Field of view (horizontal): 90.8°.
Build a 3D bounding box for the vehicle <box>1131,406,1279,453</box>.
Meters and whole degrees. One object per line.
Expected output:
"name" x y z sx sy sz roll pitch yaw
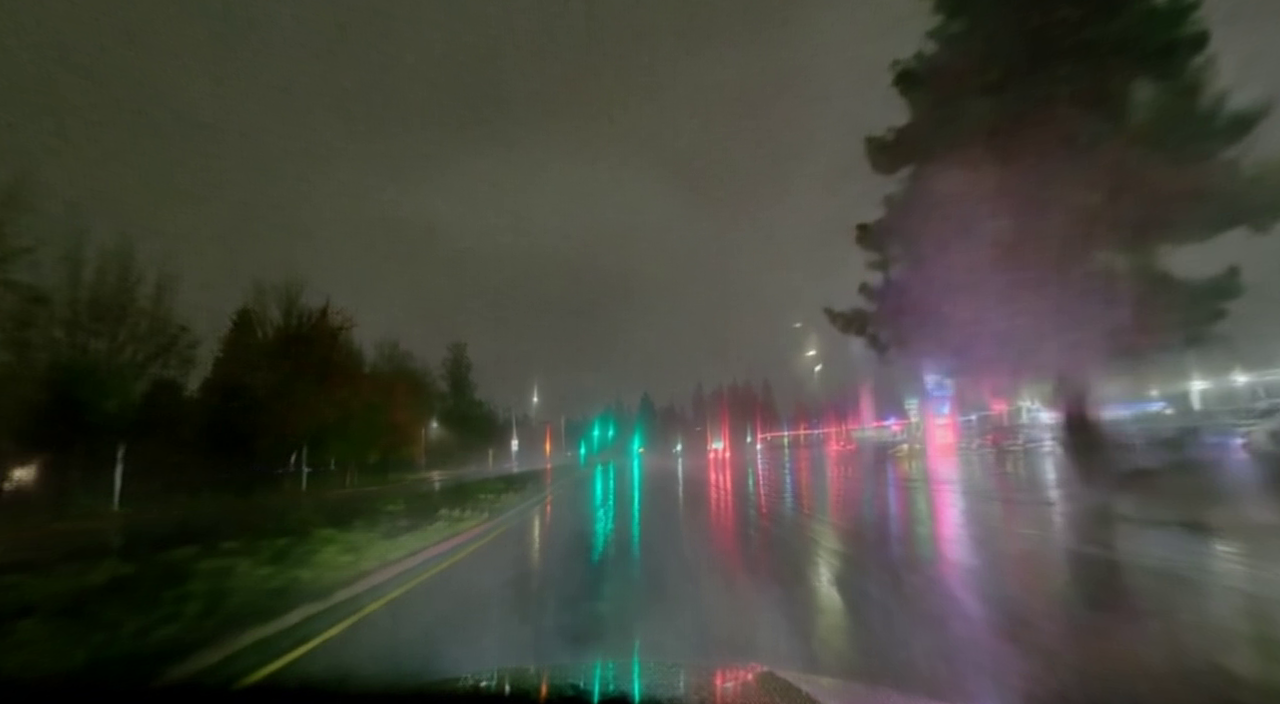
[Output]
"vehicle" 23.163 3.195 25.811 4.479 1.453 1.899 -4 -10 1
